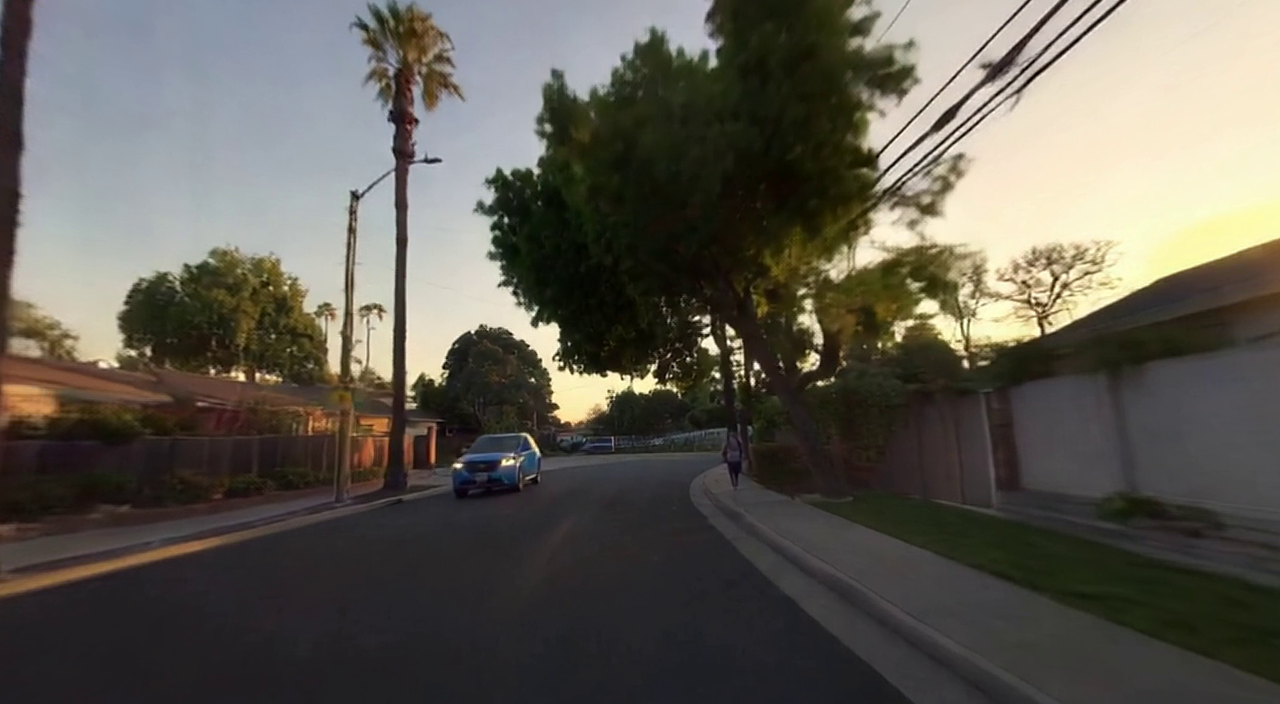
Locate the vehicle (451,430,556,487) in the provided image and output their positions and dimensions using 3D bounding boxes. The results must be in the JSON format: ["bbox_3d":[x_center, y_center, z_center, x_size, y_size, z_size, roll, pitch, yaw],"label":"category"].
[{"bbox_3d":[-4.567,3.652,21.923,2.208,1.758,4.529,-1,-8,6],"label":"vehicle"}]
